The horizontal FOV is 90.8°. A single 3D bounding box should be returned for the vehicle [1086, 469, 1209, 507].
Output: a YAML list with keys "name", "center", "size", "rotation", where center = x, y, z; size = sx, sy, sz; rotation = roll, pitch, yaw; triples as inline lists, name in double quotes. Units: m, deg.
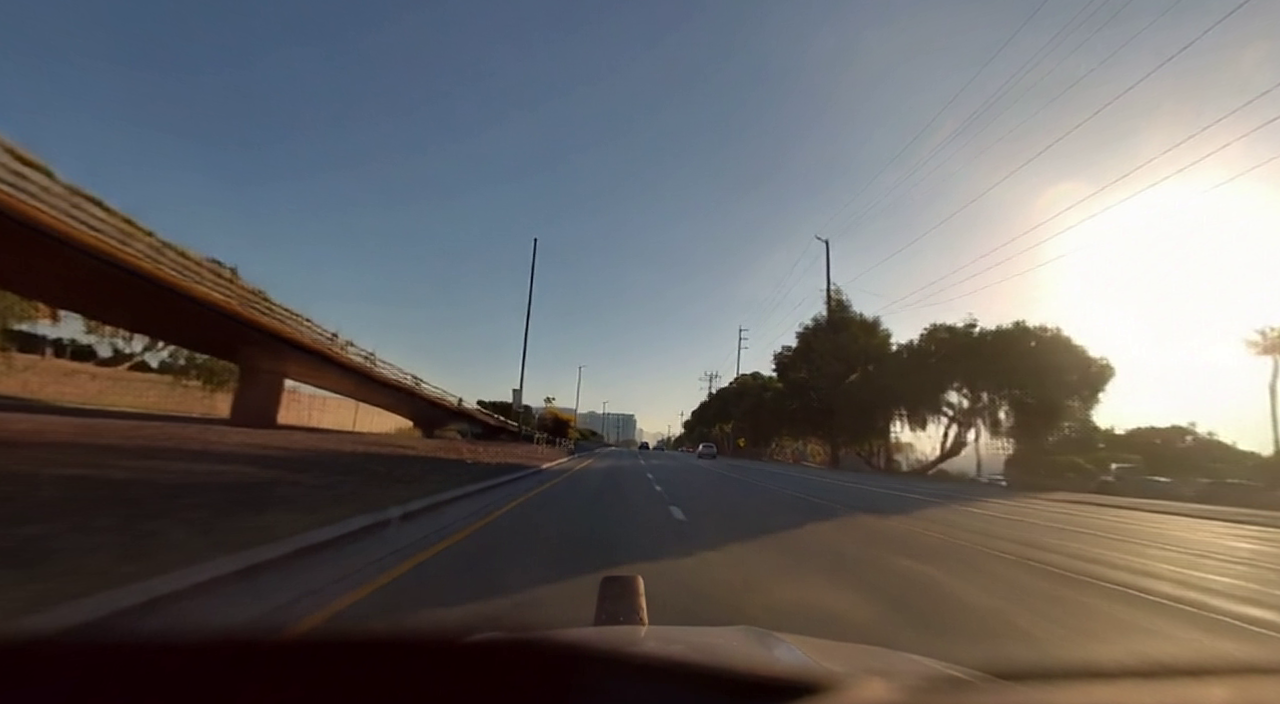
- name: "vehicle"
  center: [22.638, 6.091, 28.435]
  size: [1.789, 1.539, 4.303]
  rotation: [1, -12, -3]
